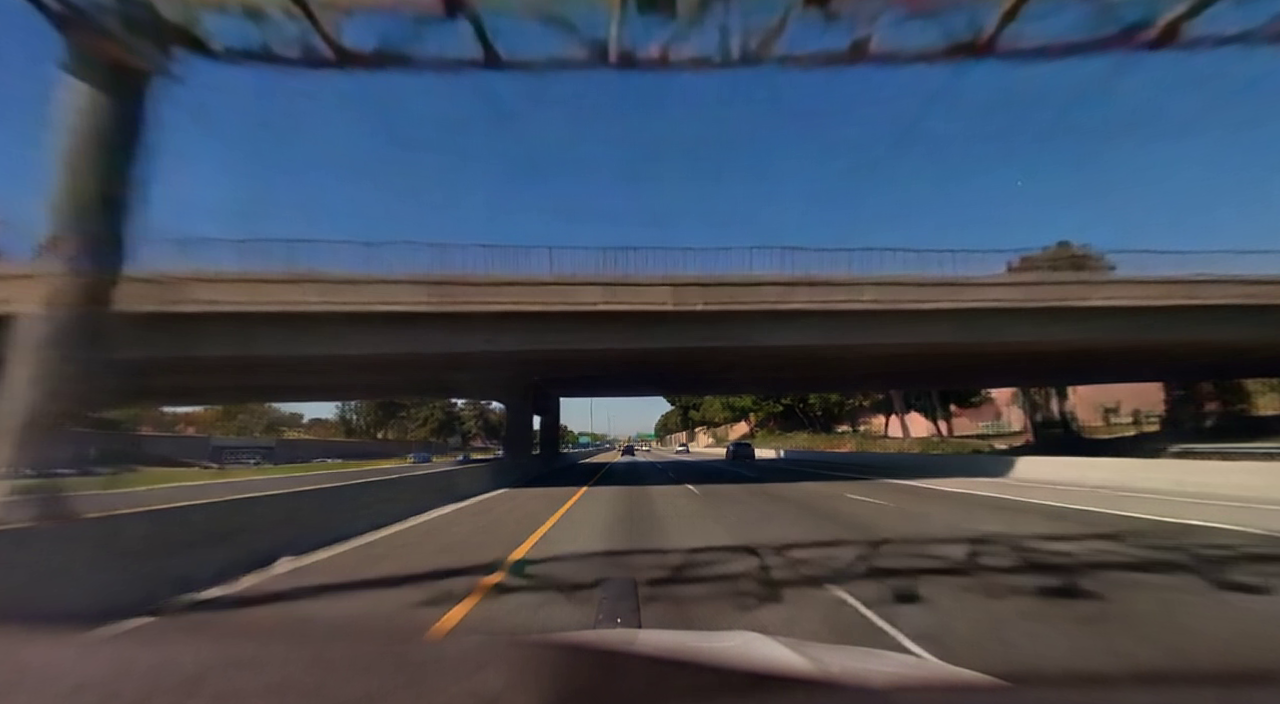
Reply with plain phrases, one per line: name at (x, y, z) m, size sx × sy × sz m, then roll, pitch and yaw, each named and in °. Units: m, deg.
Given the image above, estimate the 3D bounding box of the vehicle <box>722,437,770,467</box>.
vehicle at (6.325, 6.030, 38.333) m, size 2.030 × 1.706 × 4.279 m, roll 0°, pitch -9°, yaw -2°
